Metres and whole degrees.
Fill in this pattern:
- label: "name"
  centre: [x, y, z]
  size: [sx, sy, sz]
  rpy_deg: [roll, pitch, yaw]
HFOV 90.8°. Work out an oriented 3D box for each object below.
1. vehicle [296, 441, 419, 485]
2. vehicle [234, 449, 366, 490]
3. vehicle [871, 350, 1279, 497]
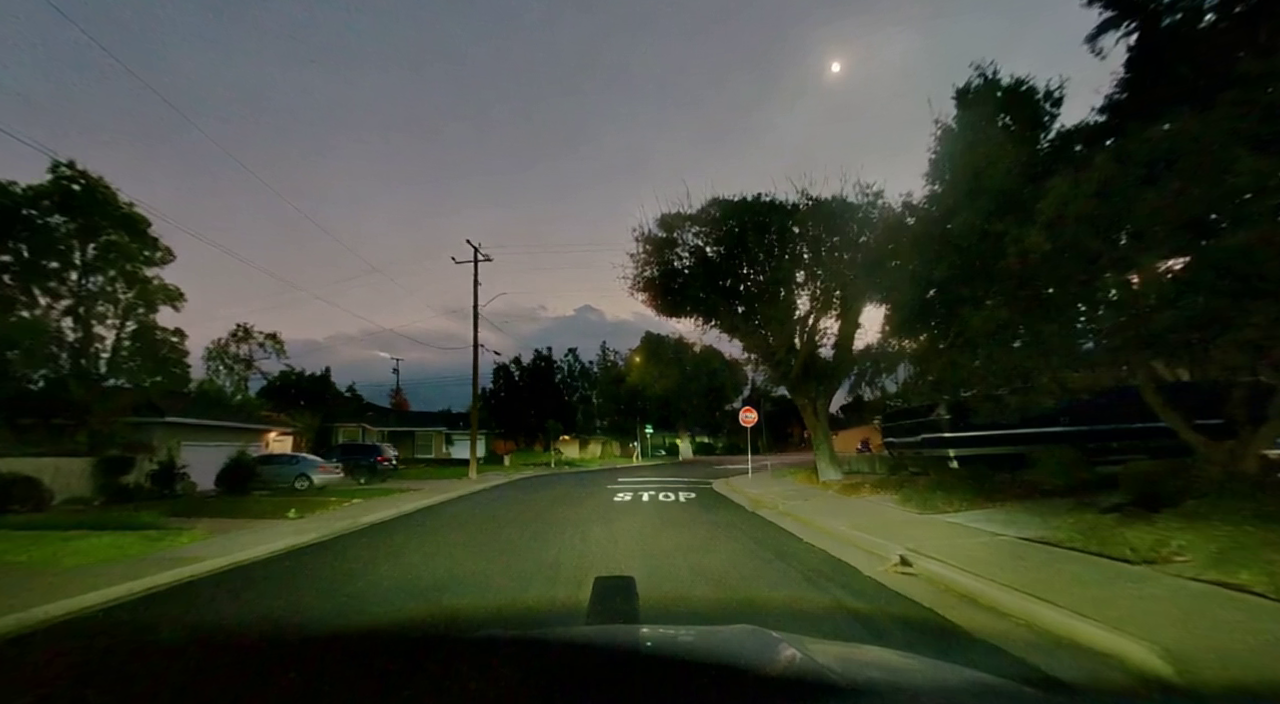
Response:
- label: "vehicle"
  centre: [-12.472, 4.922, 28.126]
  size: [4.484, 1.852, 2.009]
  rpy_deg: [0, -9, -1]
- label: "vehicle"
  centre: [-13.292, 4.603, 24.882]
  size: [4.103, 1.498, 1.909]
  rpy_deg: [0, -9, 2]
- label: "vehicle"
  centre: [10.798, 1.806, 15.612]
  size: [8.828, 3.111, 3.352]
  rpy_deg: [1, -8, 0]
